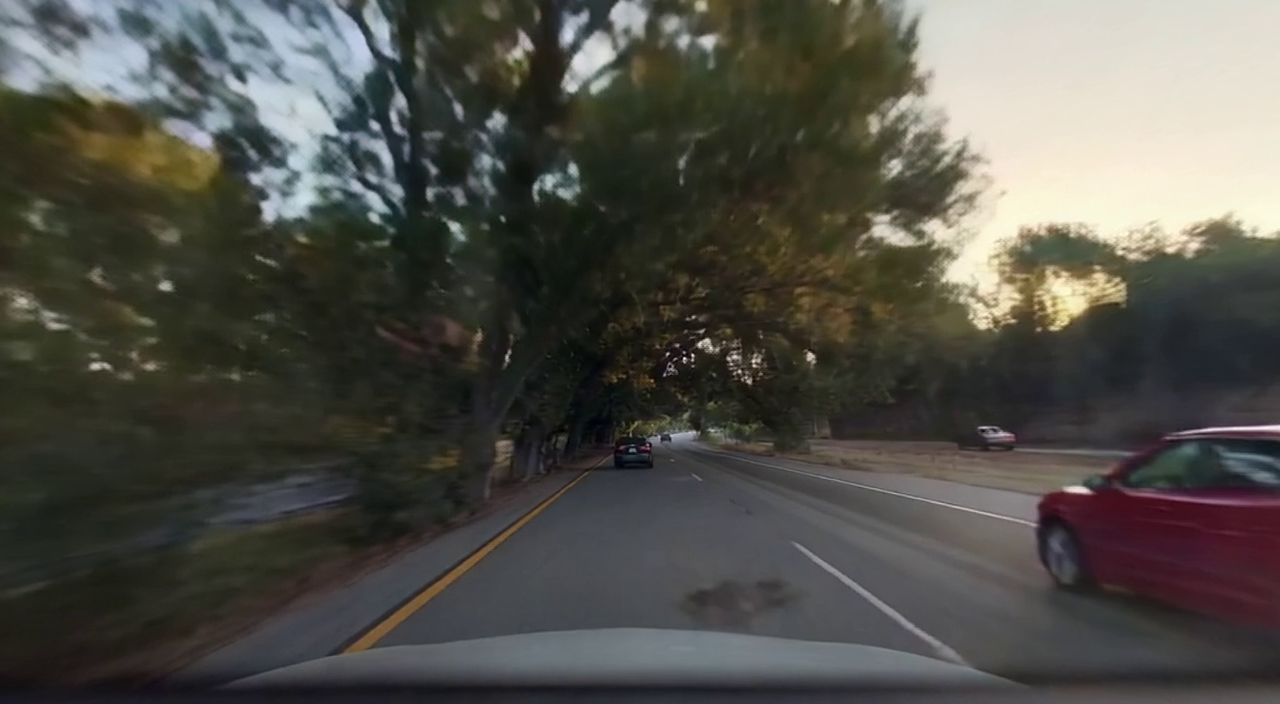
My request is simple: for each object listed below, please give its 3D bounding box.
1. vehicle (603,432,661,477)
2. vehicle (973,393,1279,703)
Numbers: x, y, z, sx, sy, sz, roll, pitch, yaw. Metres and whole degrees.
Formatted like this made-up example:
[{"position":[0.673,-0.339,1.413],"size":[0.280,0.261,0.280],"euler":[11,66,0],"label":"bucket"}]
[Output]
[{"position":[-0.283,3.634,22.690],"size":[1.897,1.479,3.724],"euler":[0,-8,-1],"label":"vehicle"},{"position":[4.109,1.029,3.561],"size":[2.010,1.508,4.285],"euler":[0,-8,-1],"label":"vehicle"}]
